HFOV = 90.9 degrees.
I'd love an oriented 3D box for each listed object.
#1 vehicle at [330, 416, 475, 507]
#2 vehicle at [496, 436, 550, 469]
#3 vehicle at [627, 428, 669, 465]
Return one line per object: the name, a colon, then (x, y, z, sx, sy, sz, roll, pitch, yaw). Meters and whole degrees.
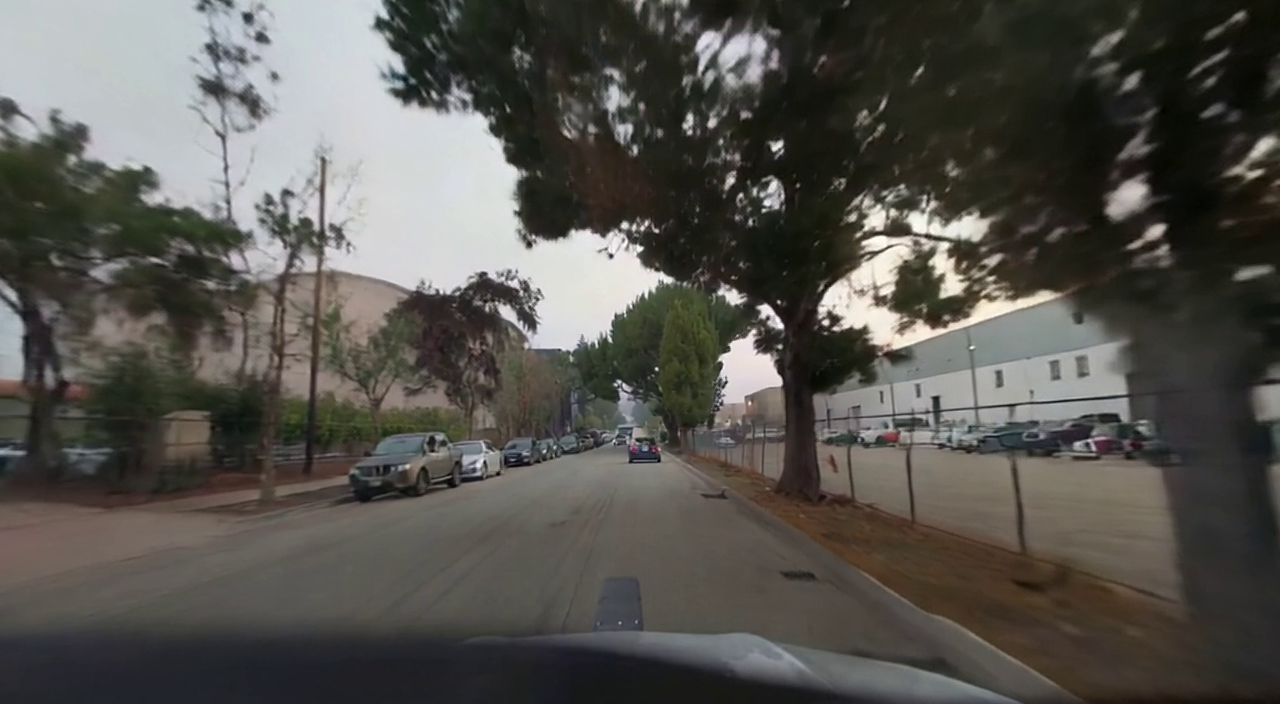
vehicle: (-6.167, 2.927, 17.153, 2.005, 1.989, 4.929, -3, -9, 1)
vehicle: (-6.128, 5.279, 33.491, 1.926, 1.647, 4.185, 0, -8, 1)
vehicle: (0.403, 5.138, 34.554, 2.152, 1.874, 4.042, 0, -8, 0)
